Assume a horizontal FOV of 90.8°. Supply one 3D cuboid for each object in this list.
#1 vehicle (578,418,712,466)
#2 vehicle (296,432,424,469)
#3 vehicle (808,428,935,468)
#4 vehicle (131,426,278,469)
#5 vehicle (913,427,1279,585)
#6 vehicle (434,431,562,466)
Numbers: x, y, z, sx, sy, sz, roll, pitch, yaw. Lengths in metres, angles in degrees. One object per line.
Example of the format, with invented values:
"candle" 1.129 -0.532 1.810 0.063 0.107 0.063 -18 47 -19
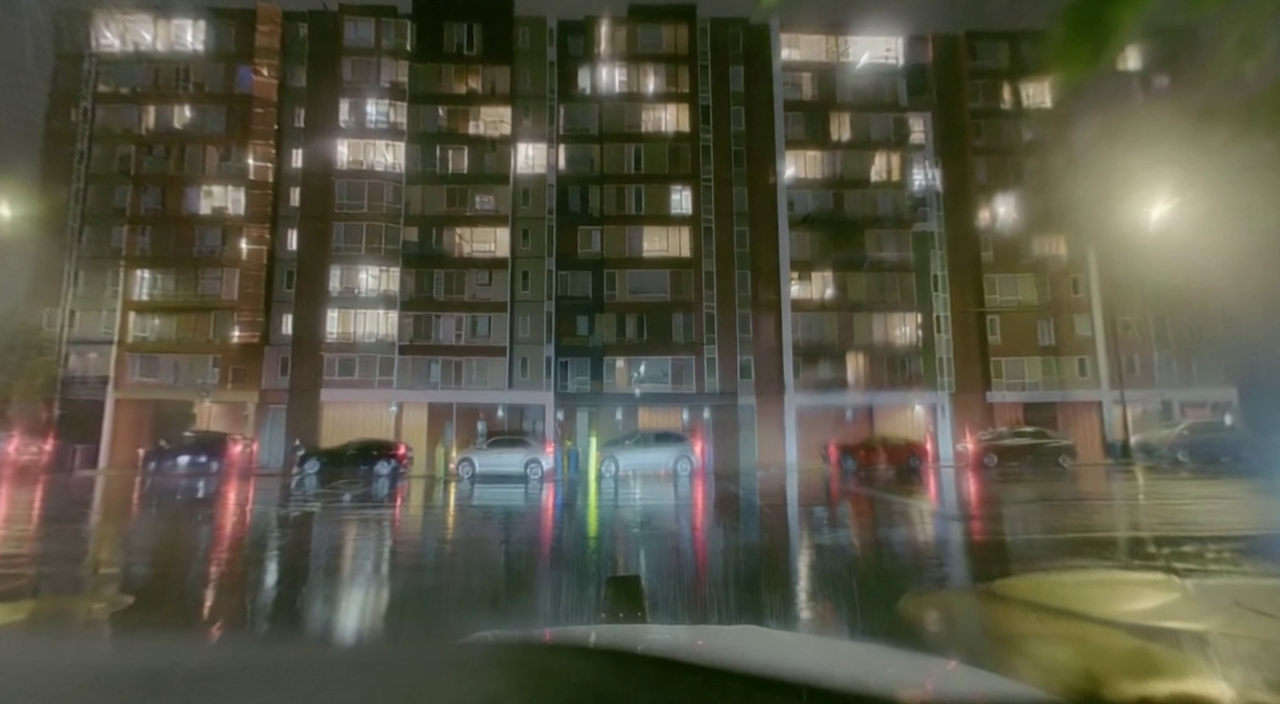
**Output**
"vehicle" 0.122 3.737 26.051 5.299 1.860 2.098 1 -10 -4
"vehicle" -11.307 4.015 25.730 4.336 1.438 1.776 0 -8 -3
"vehicle" 9.527 3.965 26.211 4.521 1.411 1.726 -2 -7 -4
"vehicle" -17.453 3.837 25.491 4.426 1.641 1.889 0 -8 -4
"vehicle" 5.945 1.635 7.238 4.714 1.471 1.978 0 -5 1
"vehicle" -5.691 3.971 25.795 4.851 1.339 1.785 0 -10 -2
